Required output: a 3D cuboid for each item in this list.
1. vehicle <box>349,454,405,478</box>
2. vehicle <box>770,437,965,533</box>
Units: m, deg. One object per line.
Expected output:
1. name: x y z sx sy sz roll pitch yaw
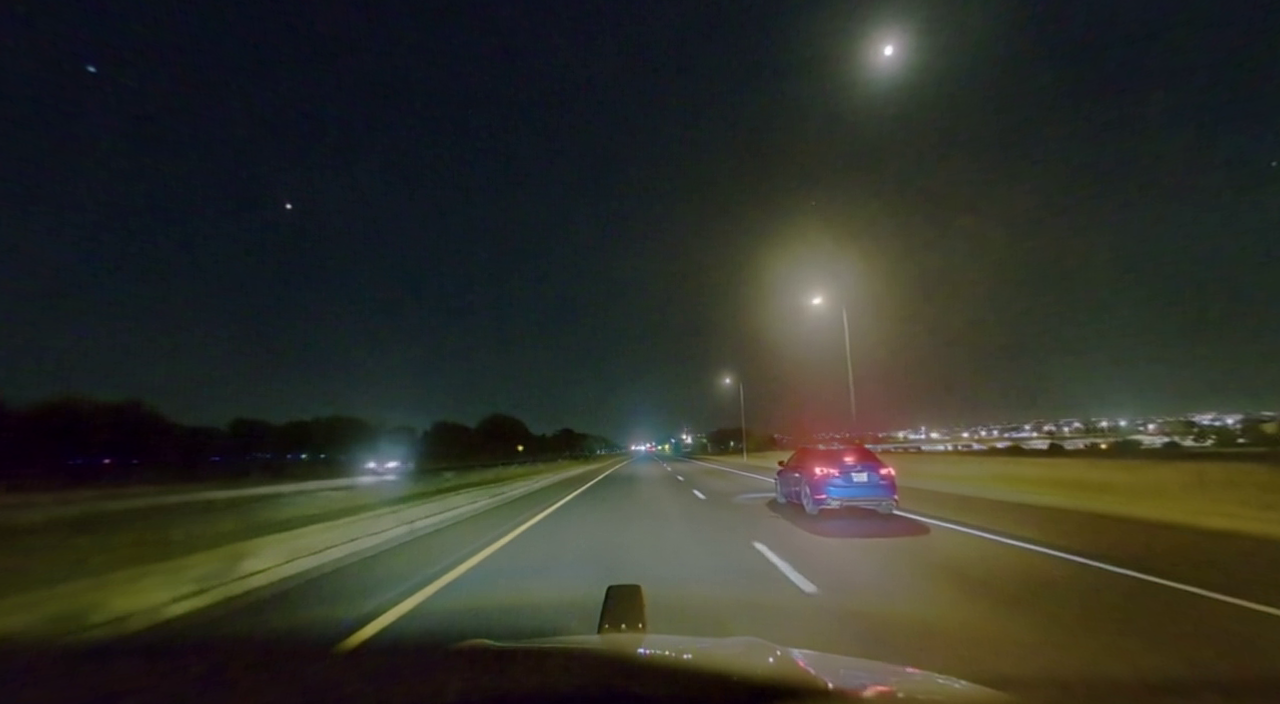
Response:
1. vehicle: -17.532 7.577 42.234 1.751 1.453 4.503 -1 -8 1
2. vehicle: 4.153 2.495 12.557 2.053 1.490 4.799 0 -8 0
